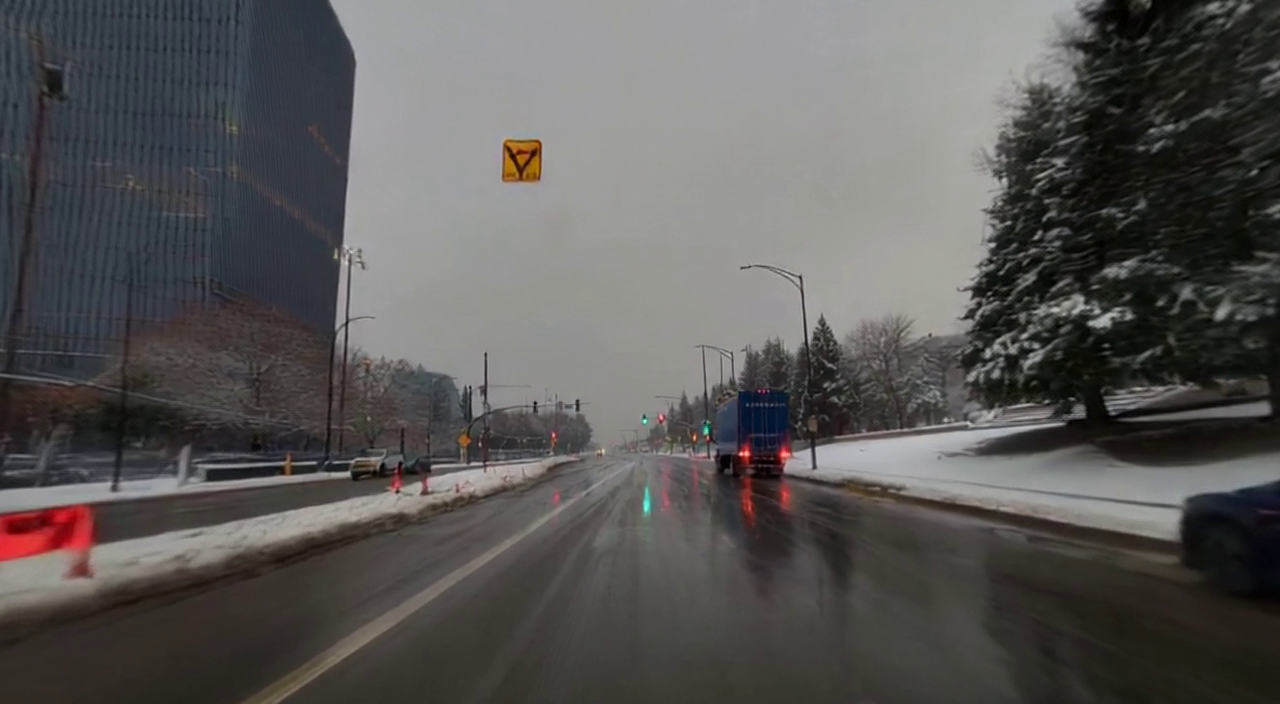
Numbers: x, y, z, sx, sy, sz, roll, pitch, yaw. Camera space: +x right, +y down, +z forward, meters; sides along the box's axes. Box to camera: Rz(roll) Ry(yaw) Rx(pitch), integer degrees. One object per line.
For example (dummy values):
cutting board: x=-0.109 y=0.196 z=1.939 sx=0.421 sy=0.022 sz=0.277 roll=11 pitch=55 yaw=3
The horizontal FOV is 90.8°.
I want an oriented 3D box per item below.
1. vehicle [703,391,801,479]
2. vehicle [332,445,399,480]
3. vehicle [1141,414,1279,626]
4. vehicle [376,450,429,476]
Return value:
vehicle: x=5.470 y=4.440 z=33.140 sx=3.176 sy=3.913 sz=9.805 roll=0 pitch=-9 yaw=-1
vehicle: x=-16.801 y=6.767 z=39.005 sx=1.937 sy=1.984 sz=4.928 roll=0 pitch=-9 yaw=0
vehicle: x=6.035 y=1.154 z=3.914 sx=2.098 sy=1.619 sz=4.433 roll=0 pitch=-9 yaw=-2
vehicle: x=-16.795 y=7.834 z=44.858 sx=1.925 sy=1.665 sz=4.893 roll=0 pitch=-9 yaw=-1
